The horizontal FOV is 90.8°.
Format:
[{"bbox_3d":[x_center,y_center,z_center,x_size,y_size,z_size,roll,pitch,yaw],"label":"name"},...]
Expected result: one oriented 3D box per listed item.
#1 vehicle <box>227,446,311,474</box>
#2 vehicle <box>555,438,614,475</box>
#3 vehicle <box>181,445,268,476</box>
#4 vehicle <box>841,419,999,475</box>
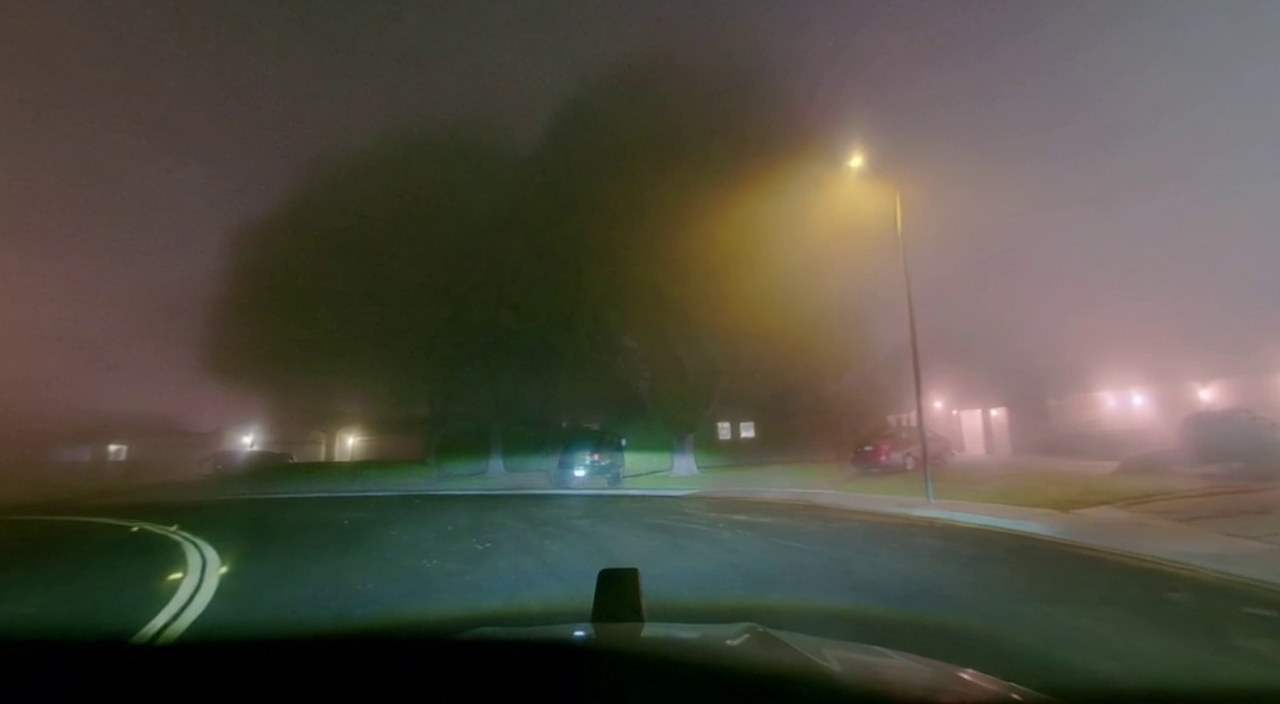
[{"bbox_3d":[-20.974,6.093,35.946,1.933,1.477,4.361,-1,-9,4],"label":"vehicle"},{"bbox_3d":[-2.445,4.727,28.955,1.819,1.442,4.329,-1,-6,7],"label":"vehicle"},{"bbox_3d":[-23.626,6.160,36.158,2.042,1.633,4.132,0,-9,2],"label":"vehicle"},{"bbox_3d":[9.387,3.122,21.141,4.799,1.451,2.144,0,-8,-27],"label":"vehicle"}]
